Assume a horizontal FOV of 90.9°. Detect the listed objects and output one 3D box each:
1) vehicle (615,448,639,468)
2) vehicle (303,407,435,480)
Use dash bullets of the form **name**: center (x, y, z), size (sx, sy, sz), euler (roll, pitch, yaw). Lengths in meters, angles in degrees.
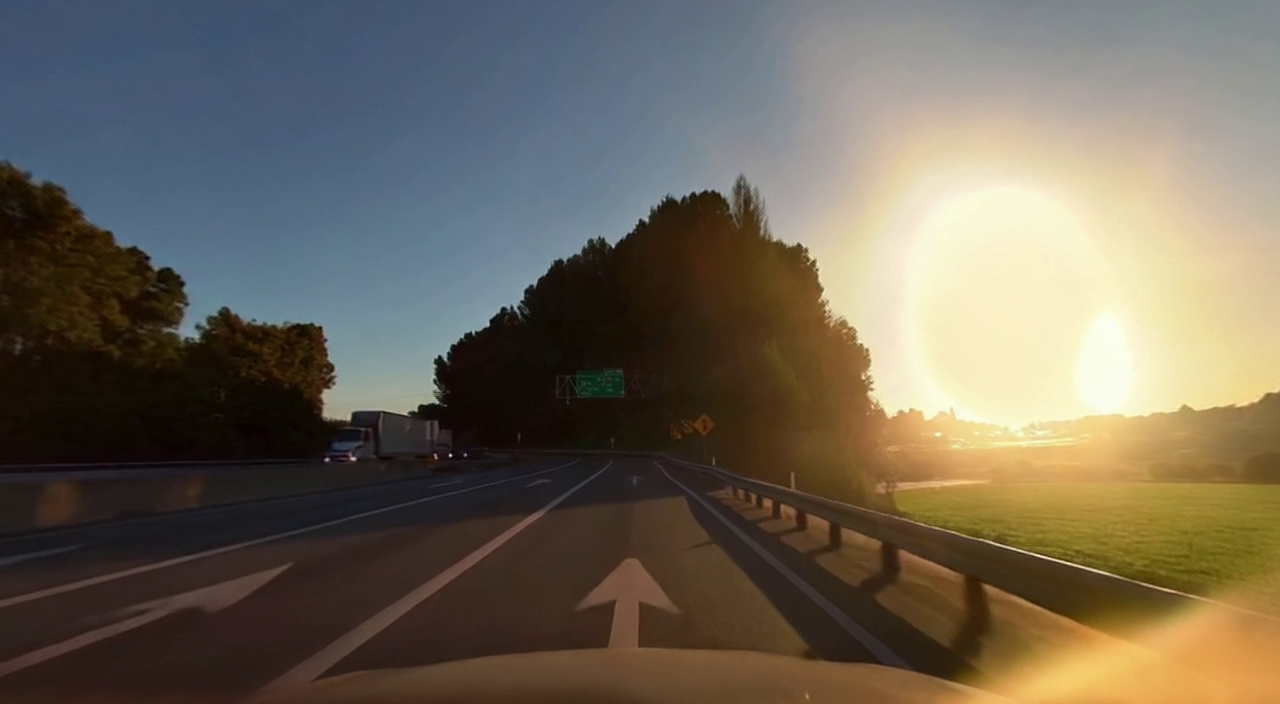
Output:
- **vehicle**: center (-1.001, 8.320, 49.561), size (1.807, 1.427, 3.645), euler (0, -9, -1)
- **vehicle**: center (-14.982, 5.292, 36.112), size (2.988, 3.568, 10.170), euler (0, -9, 0)
